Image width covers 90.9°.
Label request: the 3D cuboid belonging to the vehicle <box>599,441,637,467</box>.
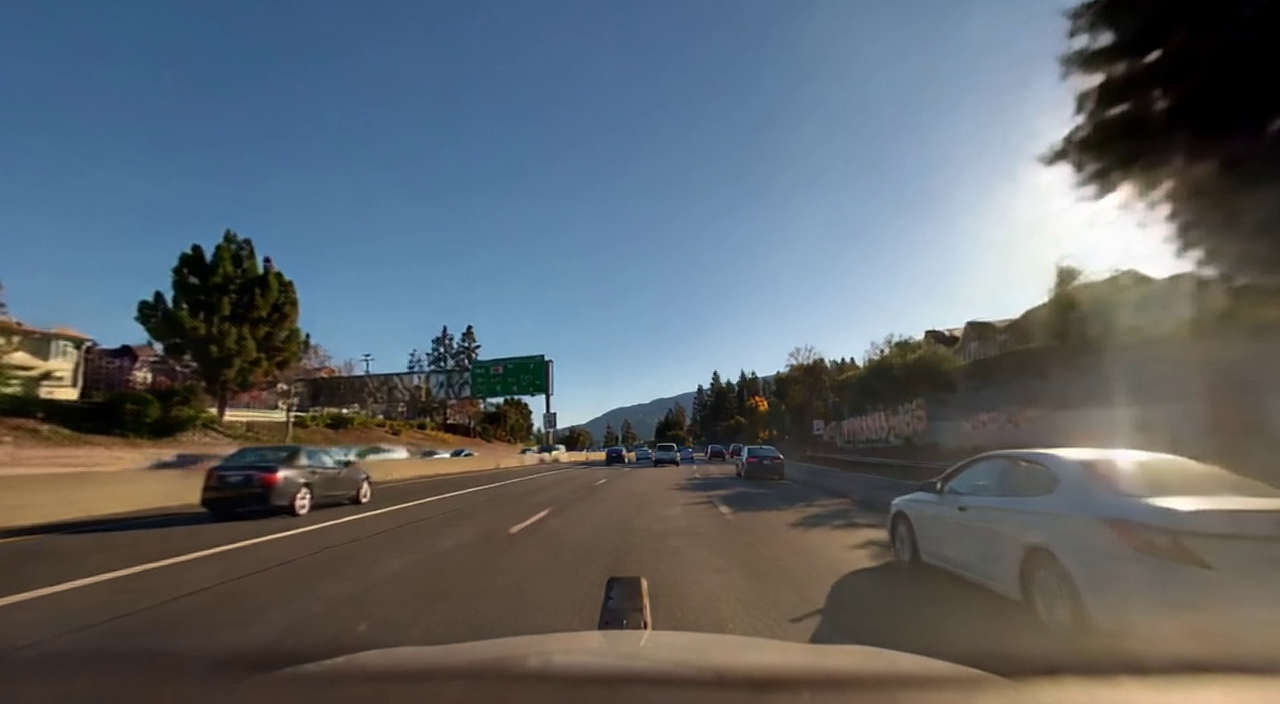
[{"bbox_3d":[-1.468,7.109,44.210,2.070,1.740,4.678,-1,-8,6],"label":"vehicle"}]

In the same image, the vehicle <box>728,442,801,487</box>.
[{"bbox_3d":[4.388,4.001,22.776,1.854,1.438,3.954,0,-8,1],"label":"vehicle"}]

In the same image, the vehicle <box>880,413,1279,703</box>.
[{"bbox_3d":[3.691,1.354,5.065,1.912,1.509,4.291,0,-8,1],"label":"vehicle"}]

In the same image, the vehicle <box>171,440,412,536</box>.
[{"bbox_3d":[-6.395,2.495,12.342,2.050,1.507,4.375,0,-8,3],"label":"vehicle"}]

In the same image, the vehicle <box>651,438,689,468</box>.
[{"bbox_3d":[1.837,6.168,38.704,2.183,1.764,4.134,0,-8,3],"label":"vehicle"}]
